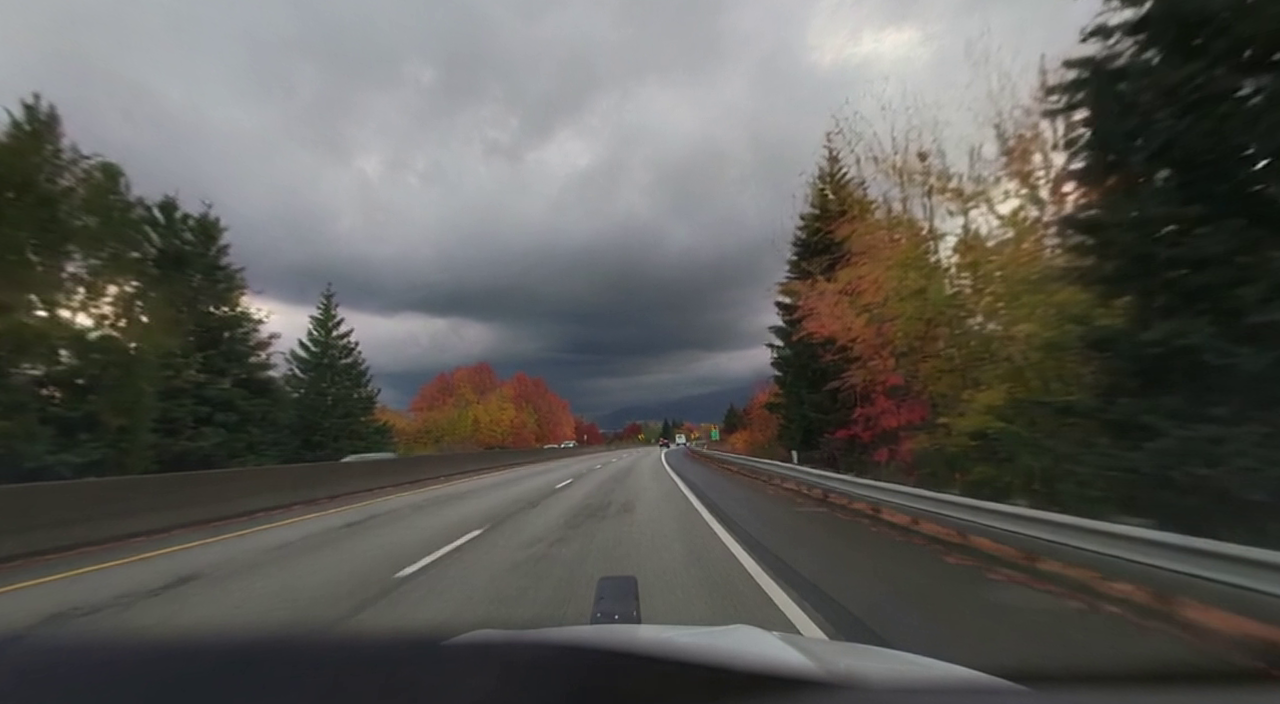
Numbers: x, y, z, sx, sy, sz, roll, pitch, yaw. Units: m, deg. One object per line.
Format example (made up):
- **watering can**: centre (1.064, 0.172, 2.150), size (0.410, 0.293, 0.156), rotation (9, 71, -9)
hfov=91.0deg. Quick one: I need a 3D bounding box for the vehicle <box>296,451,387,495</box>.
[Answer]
- **vehicle**: centre (-10.641, 4.293, 22.708), size (1.656, 1.369, 3.500), rotation (-1, -8, -2)
